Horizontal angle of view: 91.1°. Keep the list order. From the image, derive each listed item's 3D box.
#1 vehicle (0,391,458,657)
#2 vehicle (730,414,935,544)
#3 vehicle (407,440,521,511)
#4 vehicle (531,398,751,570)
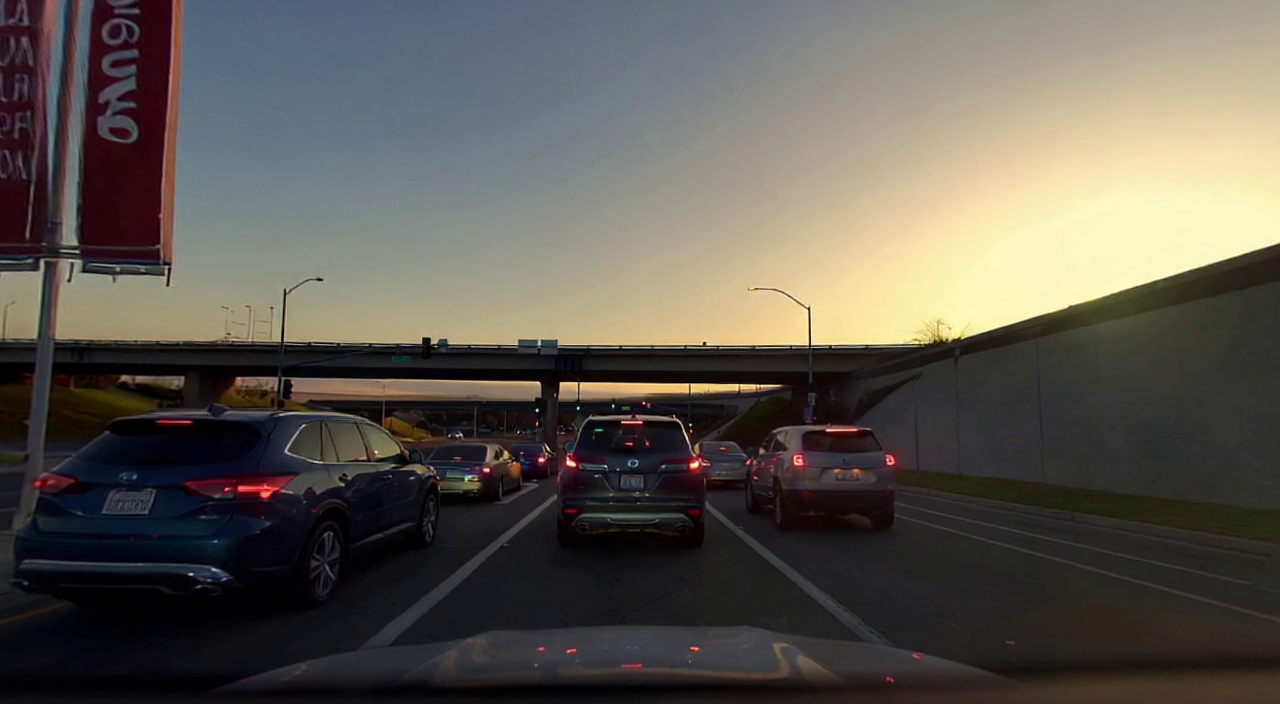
[{"bbox_3d":[-3.495,1.432,6.277,2.039,1.709,4.265,0,-9,0],"label":"vehicle"},{"bbox_3d":[3.064,2.138,11.260,2.016,1.804,4.681,0,-9,-2],"label":"vehicle"},{"bbox_3d":[-4.158,2.948,15.428,1.797,1.505,3.506,0,-9,0],"label":"vehicle"},{"bbox_3d":[-0.079,1.772,9.208,2.409,1.864,4.471,0,-9,-2],"label":"vehicle"}]
